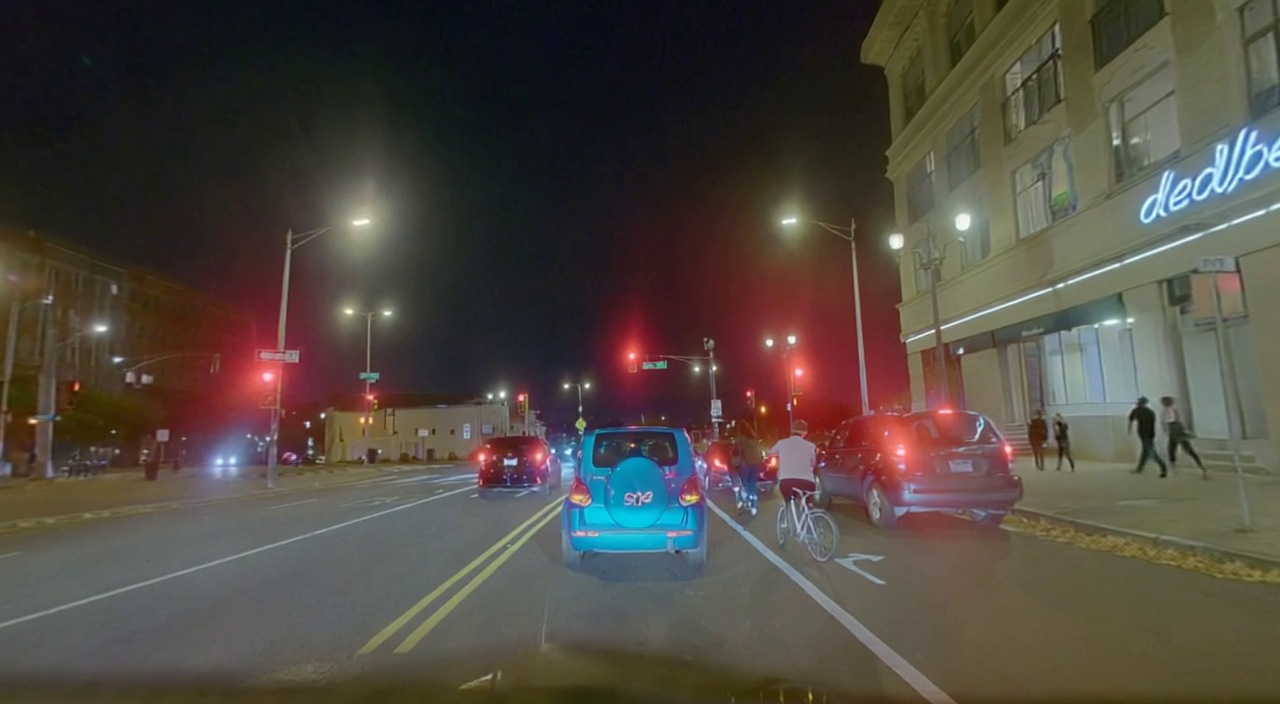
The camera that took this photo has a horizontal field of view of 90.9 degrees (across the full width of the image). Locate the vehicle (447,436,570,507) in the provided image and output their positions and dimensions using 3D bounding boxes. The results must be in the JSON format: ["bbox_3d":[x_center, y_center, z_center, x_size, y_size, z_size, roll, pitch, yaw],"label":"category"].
[{"bbox_3d":[-2.977,2.815,15.350,2.039,1.452,4.489,0,-9,0],"label":"vehicle"}]

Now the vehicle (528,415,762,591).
[{"bbox_3d":[0.031,1.656,7.724,2.091,1.557,4.000,0,-9,0],"label":"vehicle"}]

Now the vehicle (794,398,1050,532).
[{"bbox_3d":[4.499,1.917,11.153,2.142,1.829,4.767,0,-9,-2],"label":"vehicle"}]
